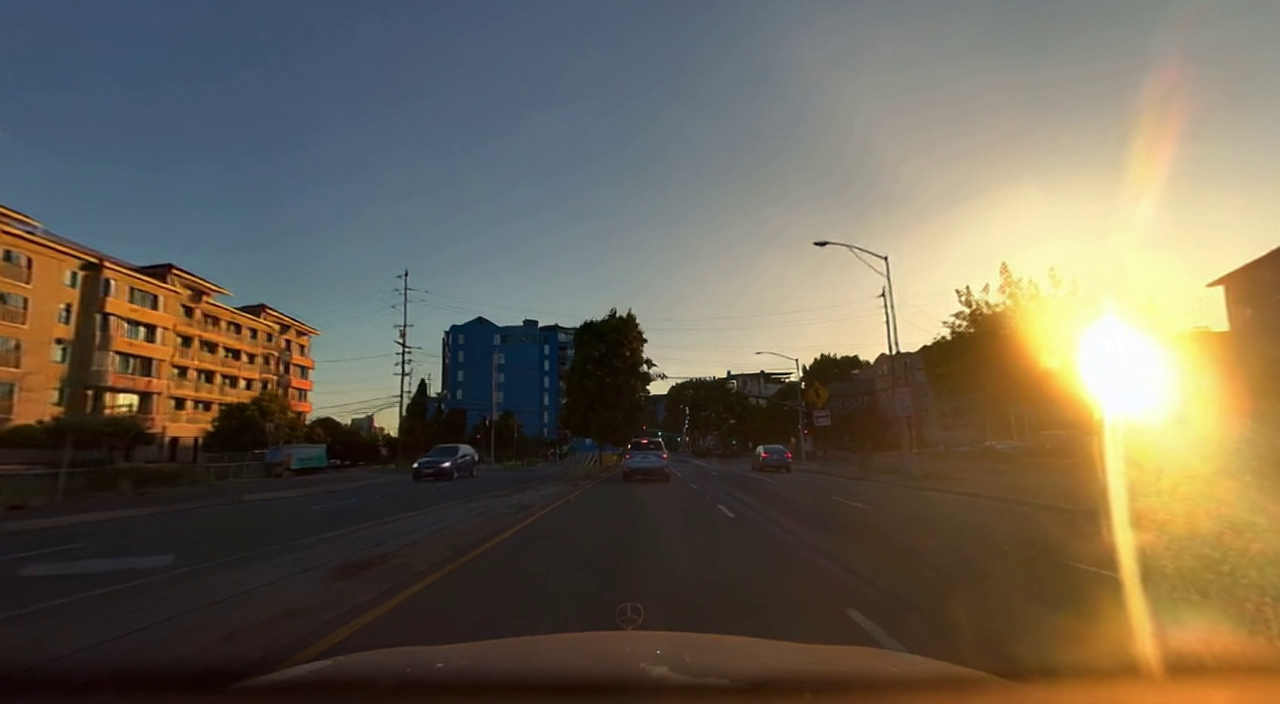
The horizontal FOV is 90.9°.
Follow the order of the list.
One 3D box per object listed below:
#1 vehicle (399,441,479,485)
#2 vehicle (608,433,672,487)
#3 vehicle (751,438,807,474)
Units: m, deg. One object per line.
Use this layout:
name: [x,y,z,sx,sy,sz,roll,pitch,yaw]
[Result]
vehicle: [-8.840,4.896,28.154,1.979,1.794,4.264,-1,-8,3]
vehicle: [0.048,3.990,23.634,2.160,1.786,4.702,0,-8,1]
vehicle: [7.084,5.324,32.500,1.952,1.749,4.311,0,-8,1]
